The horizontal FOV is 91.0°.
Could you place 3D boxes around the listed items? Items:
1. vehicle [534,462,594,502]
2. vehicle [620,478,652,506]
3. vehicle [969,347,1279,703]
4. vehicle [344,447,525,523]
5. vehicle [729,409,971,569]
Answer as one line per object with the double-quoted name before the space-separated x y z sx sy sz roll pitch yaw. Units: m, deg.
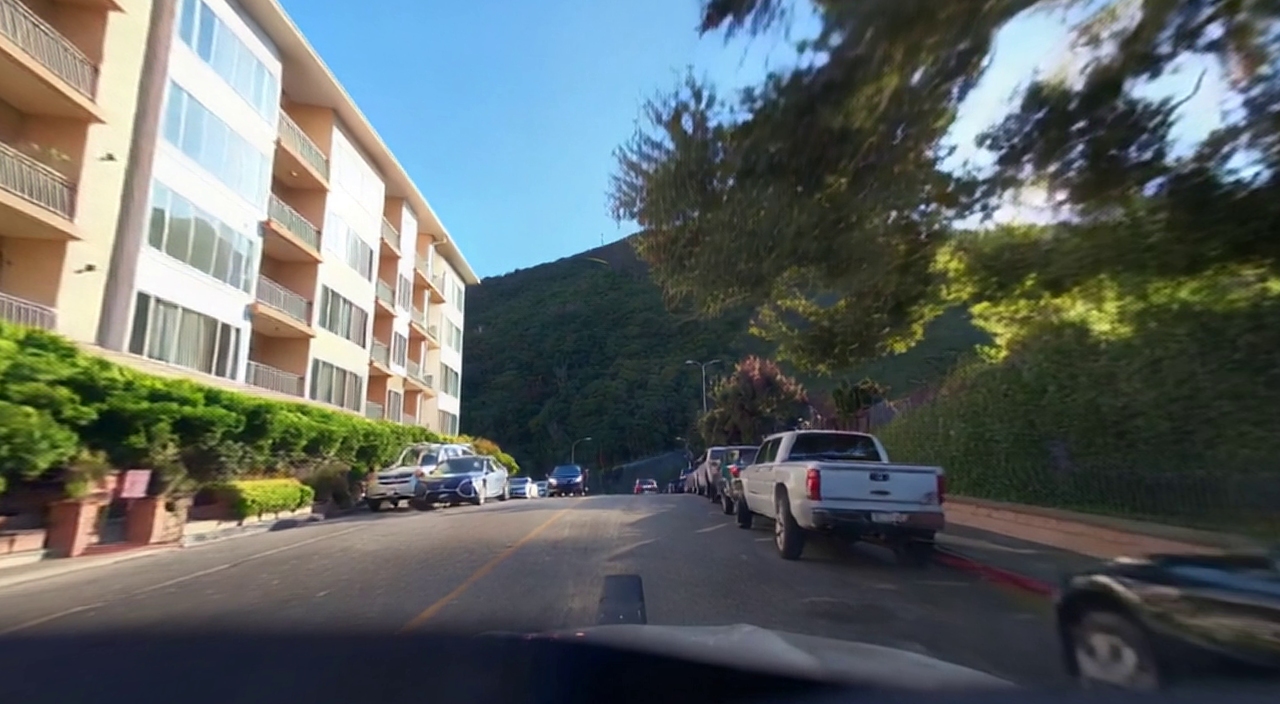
"vehicle" -3.360 6.026 28.901 2.102 1.621 4.627 0 -14 1
"vehicle" -0.356 10.225 46.052 2.201 1.731 3.854 0 -9 -2
"vehicle" 3.043 0.760 1.586 1.948 1.669 4.242 0 -9 -3
"vehicle" -4.548 2.982 14.813 1.856 1.474 4.522 -3 -9 15
"vehicle" 2.774 1.951 9.723 2.072 1.830 4.744 0 -9 0
